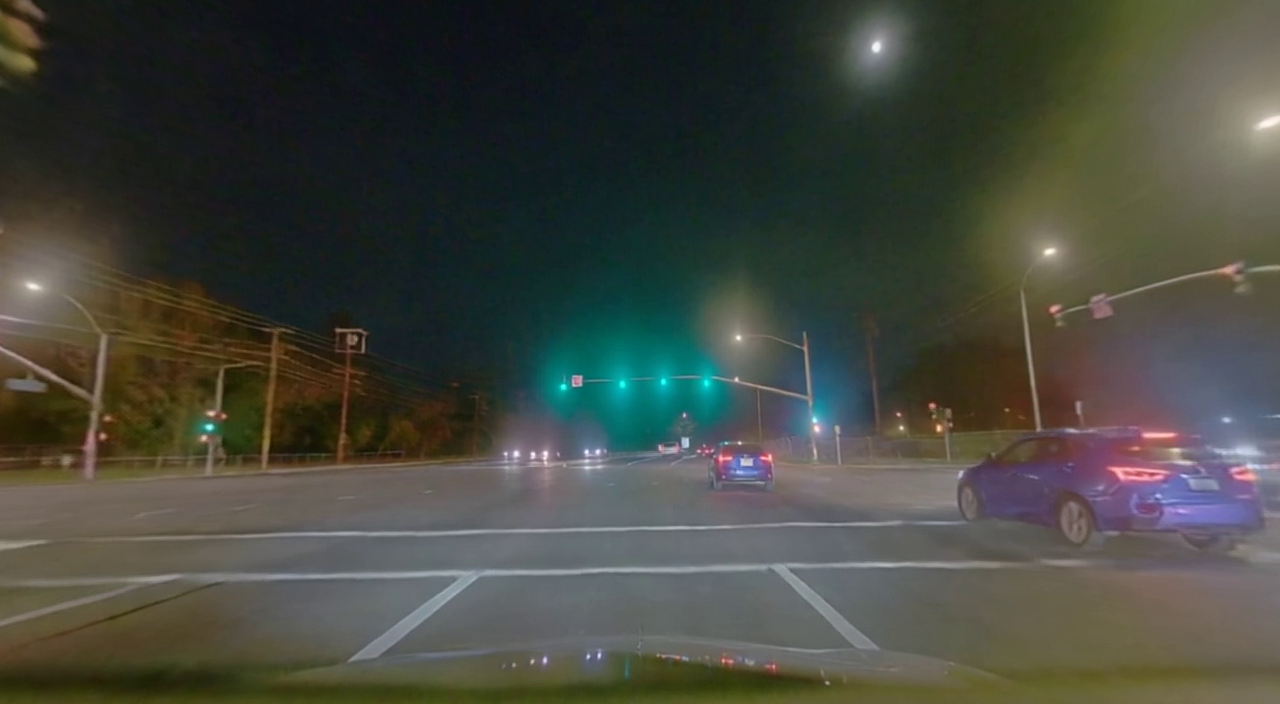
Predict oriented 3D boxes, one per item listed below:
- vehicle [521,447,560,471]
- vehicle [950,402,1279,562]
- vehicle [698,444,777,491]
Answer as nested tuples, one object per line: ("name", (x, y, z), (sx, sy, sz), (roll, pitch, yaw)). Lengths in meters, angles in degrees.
("vehicle", (-7.742, 8.360, 49.485), (1.933, 1.502, 4.946), (-6, -8, 2))
("vehicle", (6.761, 1.790, 9.387), (2.029, 1.795, 4.371), (0, -9, 0))
("vehicle", (3.256, 3.974, 22.083), (2.035, 1.460, 4.392), (0, -9, 0))
